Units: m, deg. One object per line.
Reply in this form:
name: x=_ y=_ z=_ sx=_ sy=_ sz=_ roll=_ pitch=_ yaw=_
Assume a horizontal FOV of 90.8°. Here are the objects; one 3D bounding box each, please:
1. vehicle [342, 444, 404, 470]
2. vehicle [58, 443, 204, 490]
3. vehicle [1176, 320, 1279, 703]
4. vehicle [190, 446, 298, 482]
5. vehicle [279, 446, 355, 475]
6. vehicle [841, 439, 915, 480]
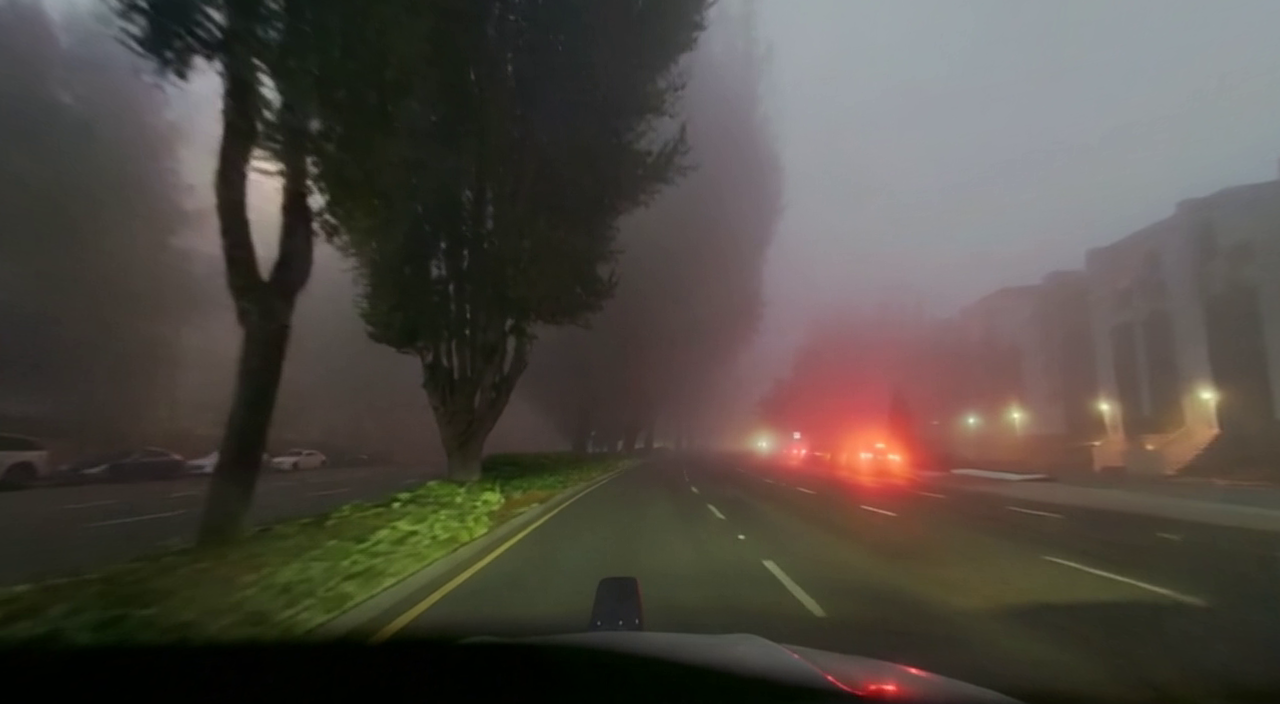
vehicle: x=-17.441 y=6.960 z=41.583 sx=1.908 sy=1.500 sz=4.470 roll=-3 pitch=-11 yaw=4
vehicle: x=-18.736 y=4.219 z=23.549 sx=1.802 sy=1.487 sz=4.359 roll=-2 pitch=-9 yaw=0
vehicle: x=3.800 y=0.491 z=0.748 sx=2.215 sy=1.812 sz=4.569 roll=0 pitch=-9 yaw=-1
vehicle: x=-18.342 y=5.191 z=29.553 sx=1.823 sy=1.455 sz=4.680 roll=-3 pitch=-9 yaw=3
vehicle: x=-18.059 y=6.100 z=35.583 sx=1.829 sy=1.452 sz=4.562 roll=-2 pitch=-9 yaw=1
vehicle: x=11.311 y=5.125 z=30.391 sx=2.037 sy=1.655 sz=4.760 roll=3 pitch=-8 yaw=4
